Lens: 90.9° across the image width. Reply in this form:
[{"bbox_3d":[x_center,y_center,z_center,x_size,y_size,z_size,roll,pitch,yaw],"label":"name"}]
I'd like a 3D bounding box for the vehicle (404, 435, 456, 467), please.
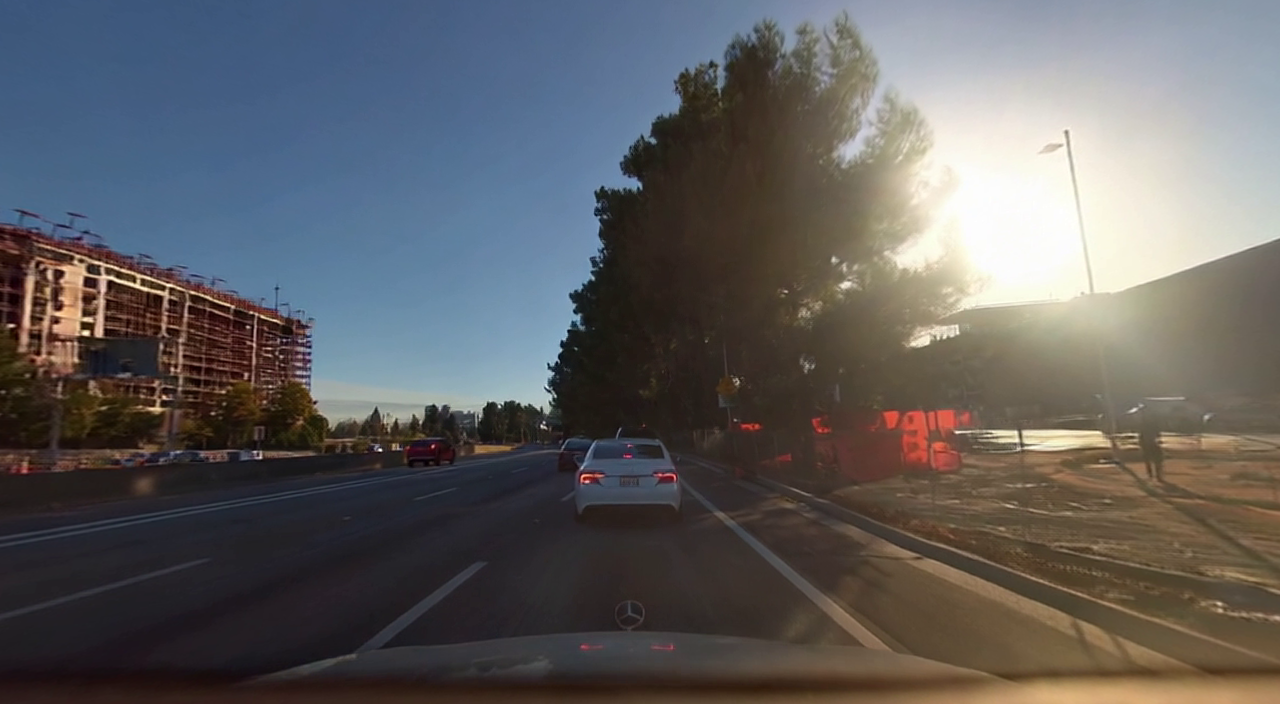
[{"bbox_3d":[-10.460,4.863,31.160,2.072,1.465,4.394,3,-9,-22],"label":"vehicle"}]

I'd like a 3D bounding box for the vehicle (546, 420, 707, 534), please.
[{"bbox_3d":[-0.171,1.951,10.390,2.112,1.482,4.076,0,-8,0],"label":"vehicle"}]

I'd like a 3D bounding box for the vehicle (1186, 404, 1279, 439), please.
[{"bbox_3d":[27.732,3.142,28.365,4.455,1.494,1.926,0,-8,0],"label":"vehicle"}]
